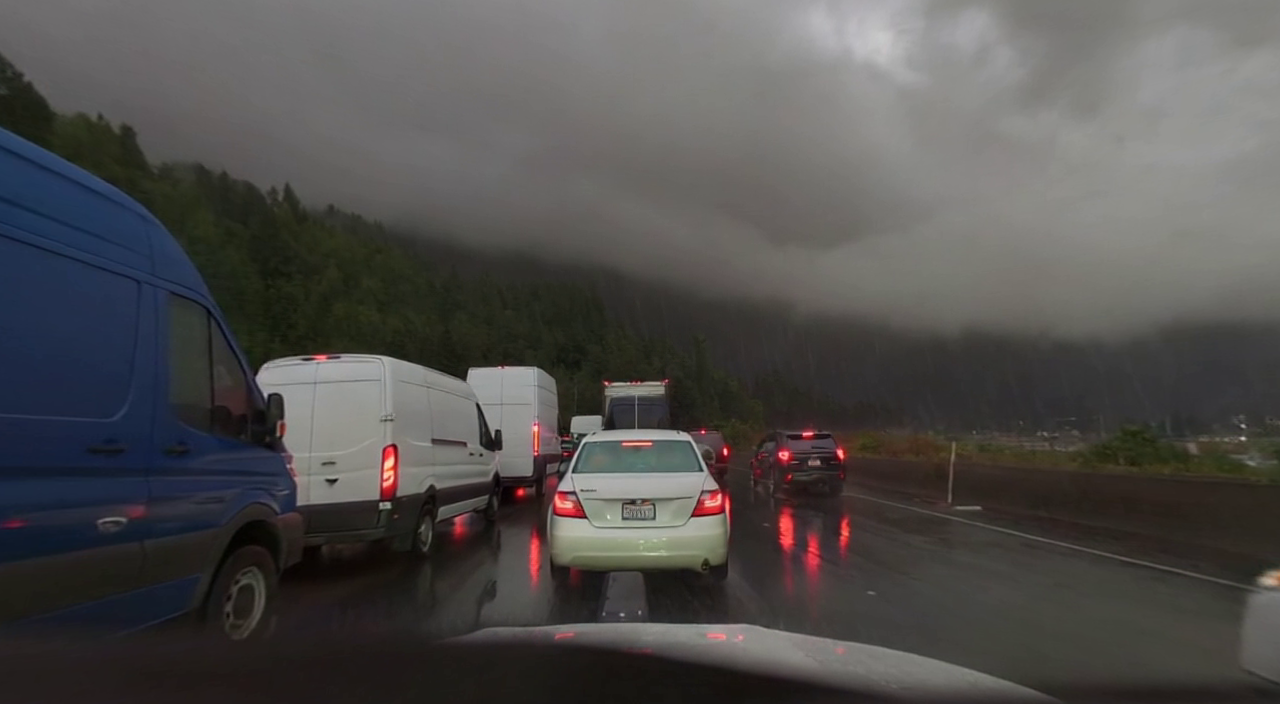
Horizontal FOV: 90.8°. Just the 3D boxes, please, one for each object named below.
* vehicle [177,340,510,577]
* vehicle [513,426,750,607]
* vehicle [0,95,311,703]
[{"bbox_3d":[-4.014,1.692,10.557,2.349,2.643,6.807,0,-9,-1],"label":"vehicle"},{"bbox_3d":[-0.102,1.657,7.094,1.995,1.495,3.380,0,-9,-1],"label":"vehicle"},{"bbox_3d":[-4.094,0.175,2.368,2.254,2.879,6.656,0,-9,-2],"label":"vehicle"}]
